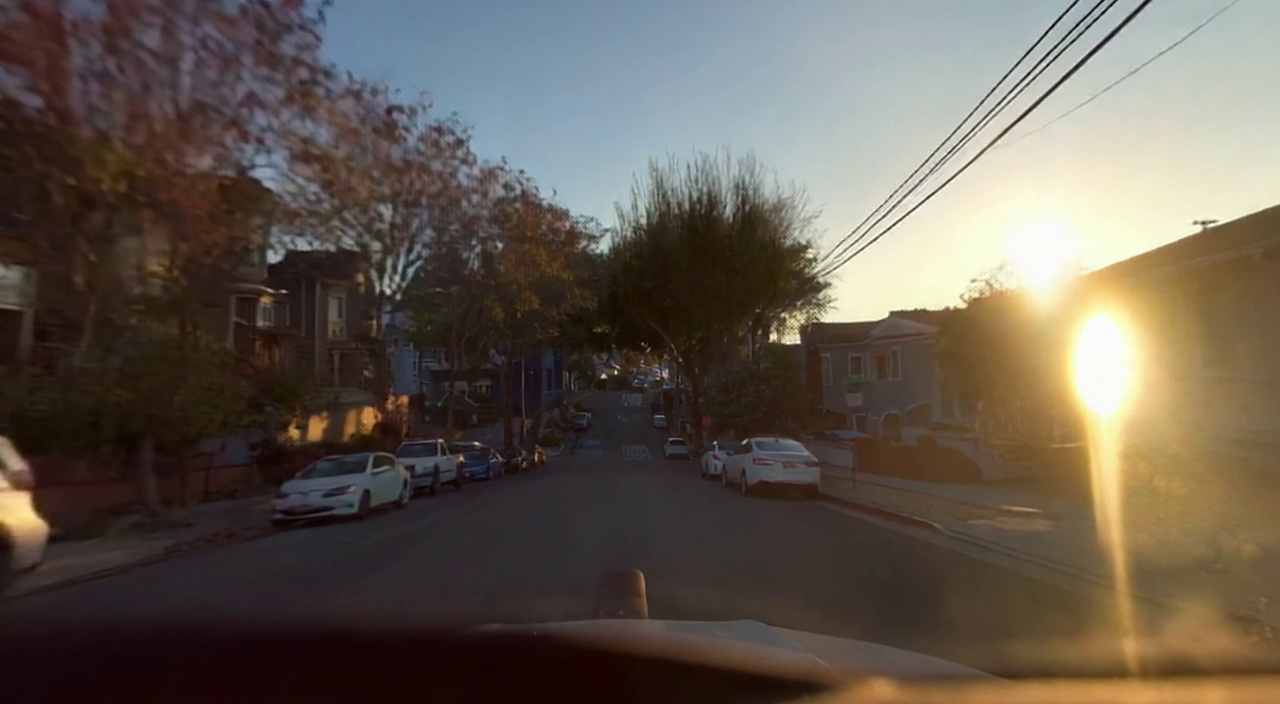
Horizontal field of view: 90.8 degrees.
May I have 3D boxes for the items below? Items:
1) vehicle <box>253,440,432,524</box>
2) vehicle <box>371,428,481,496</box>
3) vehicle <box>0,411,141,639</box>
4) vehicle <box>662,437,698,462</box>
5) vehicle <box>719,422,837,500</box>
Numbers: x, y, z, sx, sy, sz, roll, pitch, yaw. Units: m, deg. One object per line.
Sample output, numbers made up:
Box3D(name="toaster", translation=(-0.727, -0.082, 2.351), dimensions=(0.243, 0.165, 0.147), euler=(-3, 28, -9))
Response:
Box3D(name="vehicle", translation=(-6.086, 2.664, 13.555), dimensions=(2.003, 1.489, 4.051), euler=(0, -8, -3))
Box3D(name="vehicle", translation=(-6.186, 3.292, 18.887), dimensions=(1.830, 1.750, 4.502), euler=(1, -10, -2))
Box3D(name="vehicle", translation=(-5.748, 1.147, 3.696), dimensions=(1.958, 1.682, 4.536), euler=(0, -8, -1))
Box3D(name="vehicle", translation=(2.705, 6.652, 43.233), dimensions=(1.966, 1.620, 4.187), euler=(0, -8, -3))
Box3D(name="vehicle", translation=(3.431, 2.824, 16.698), dimensions=(1.952, 1.738, 4.518), euler=(0, -8, -2))
